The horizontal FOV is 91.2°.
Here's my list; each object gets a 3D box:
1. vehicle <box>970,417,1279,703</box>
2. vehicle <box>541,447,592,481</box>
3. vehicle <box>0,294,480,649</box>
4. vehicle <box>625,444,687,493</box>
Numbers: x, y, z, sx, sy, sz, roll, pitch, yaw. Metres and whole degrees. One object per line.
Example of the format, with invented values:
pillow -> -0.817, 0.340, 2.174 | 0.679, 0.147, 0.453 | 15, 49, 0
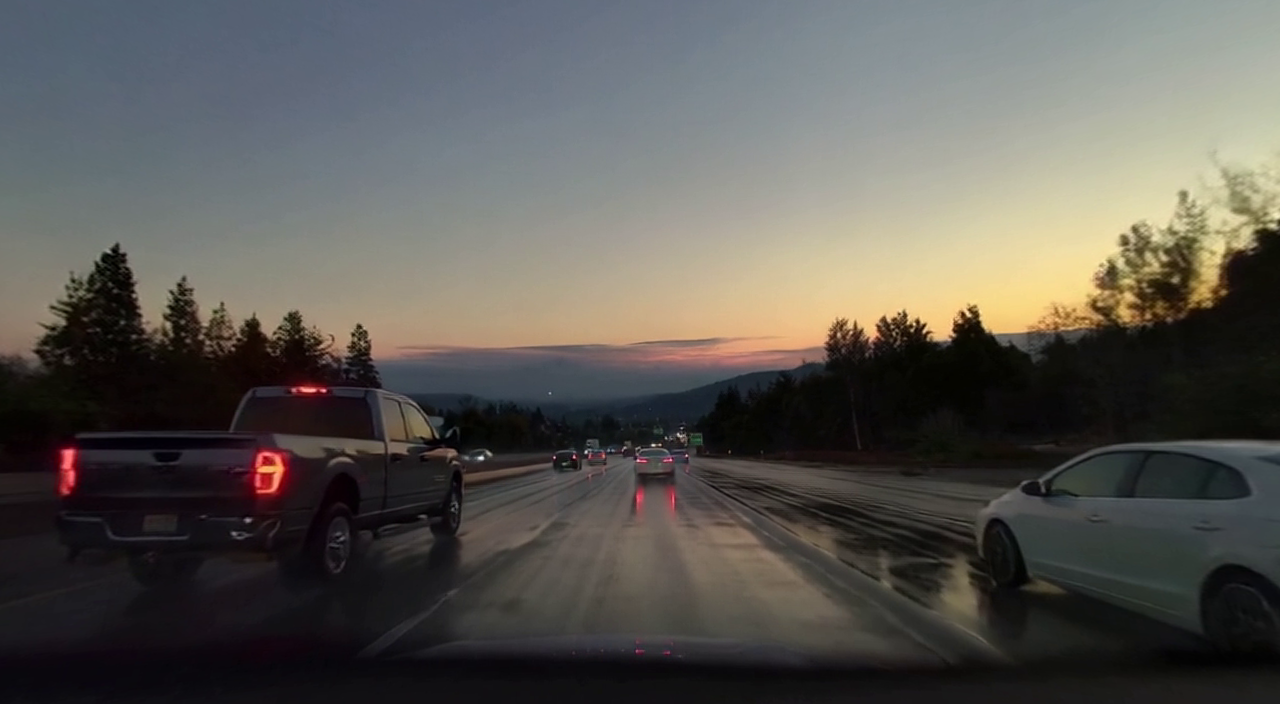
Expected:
vehicle -> 4.331, 1.242, 4.242 | 1.961, 1.491, 4.035 | 0, -9, 0
vehicle -> -3.535, 5.452, 30.783 | 1.940, 1.502, 4.463 | 0, -9, 0
vehicle -> -3.951, 1.255, 7.397 | 2.523, 2.458, 6.022 | 0, -9, 0
vehicle -> 0.492, 4.095, 22.339 | 2.015, 1.526, 4.286 | 0, -9, -1
